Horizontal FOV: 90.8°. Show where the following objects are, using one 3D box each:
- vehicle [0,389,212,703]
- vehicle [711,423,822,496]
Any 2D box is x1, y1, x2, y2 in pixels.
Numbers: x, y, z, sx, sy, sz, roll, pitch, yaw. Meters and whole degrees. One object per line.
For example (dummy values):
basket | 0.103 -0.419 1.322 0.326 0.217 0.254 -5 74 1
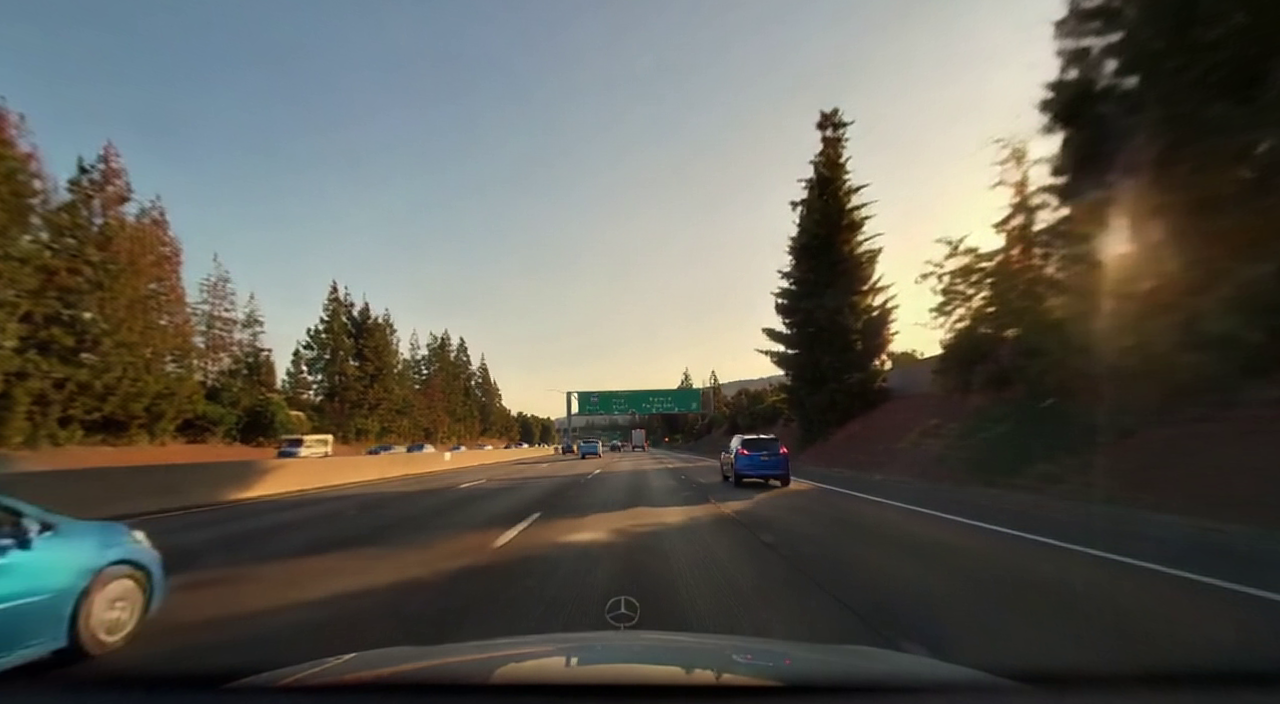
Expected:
vehicle | -4.005 0.797 1.799 2.118 1.573 4.940 0 -9 0
vehicle | 3.243 2.860 17.093 2.053 1.714 4.097 0 -9 -1
